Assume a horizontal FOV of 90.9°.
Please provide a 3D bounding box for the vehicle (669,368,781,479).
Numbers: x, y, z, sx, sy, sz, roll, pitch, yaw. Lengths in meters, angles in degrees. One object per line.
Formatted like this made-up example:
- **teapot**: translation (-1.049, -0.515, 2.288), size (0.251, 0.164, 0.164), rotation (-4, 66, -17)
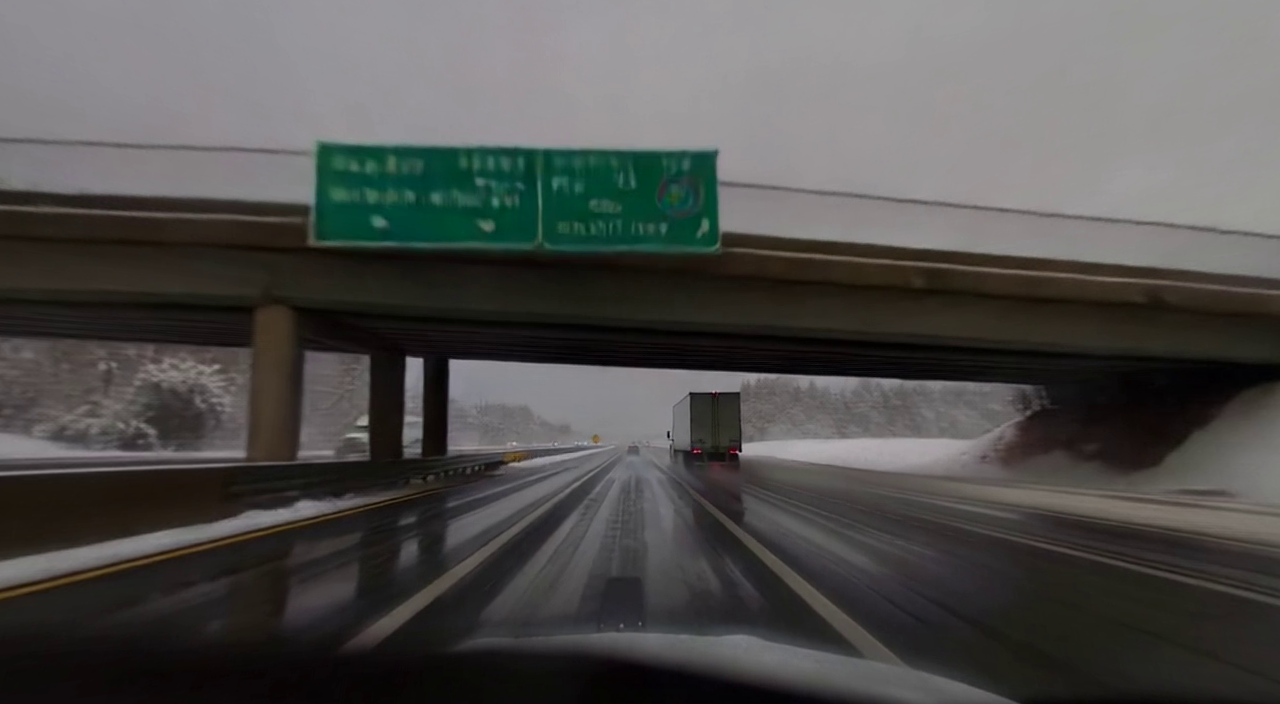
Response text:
- **vehicle**: translation (3.601, 3.808, 31.455), size (3.323, 4.262, 14.056), rotation (0, -9, -1)
